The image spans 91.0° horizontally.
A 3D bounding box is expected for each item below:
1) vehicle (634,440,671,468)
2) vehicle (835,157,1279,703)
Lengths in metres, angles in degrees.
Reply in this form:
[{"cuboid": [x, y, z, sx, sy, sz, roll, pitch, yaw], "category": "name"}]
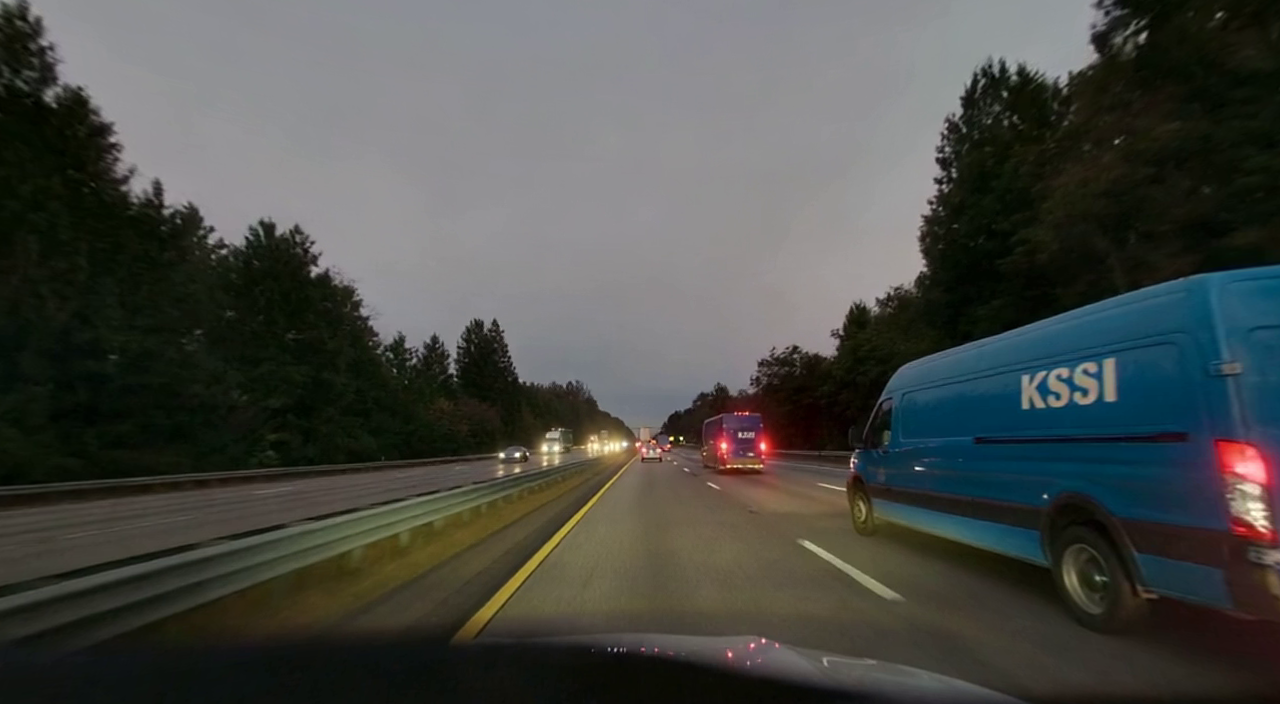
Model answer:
[{"cuboid": [0.777, 6.182, 38.377, 2.121, 1.590, 4.434, 0, -8, 1], "category": "vehicle"}, {"cuboid": [4.209, 0.901, 6.084, 2.393, 2.679, 7.059, 0, -8, 0], "category": "vehicle"}]
